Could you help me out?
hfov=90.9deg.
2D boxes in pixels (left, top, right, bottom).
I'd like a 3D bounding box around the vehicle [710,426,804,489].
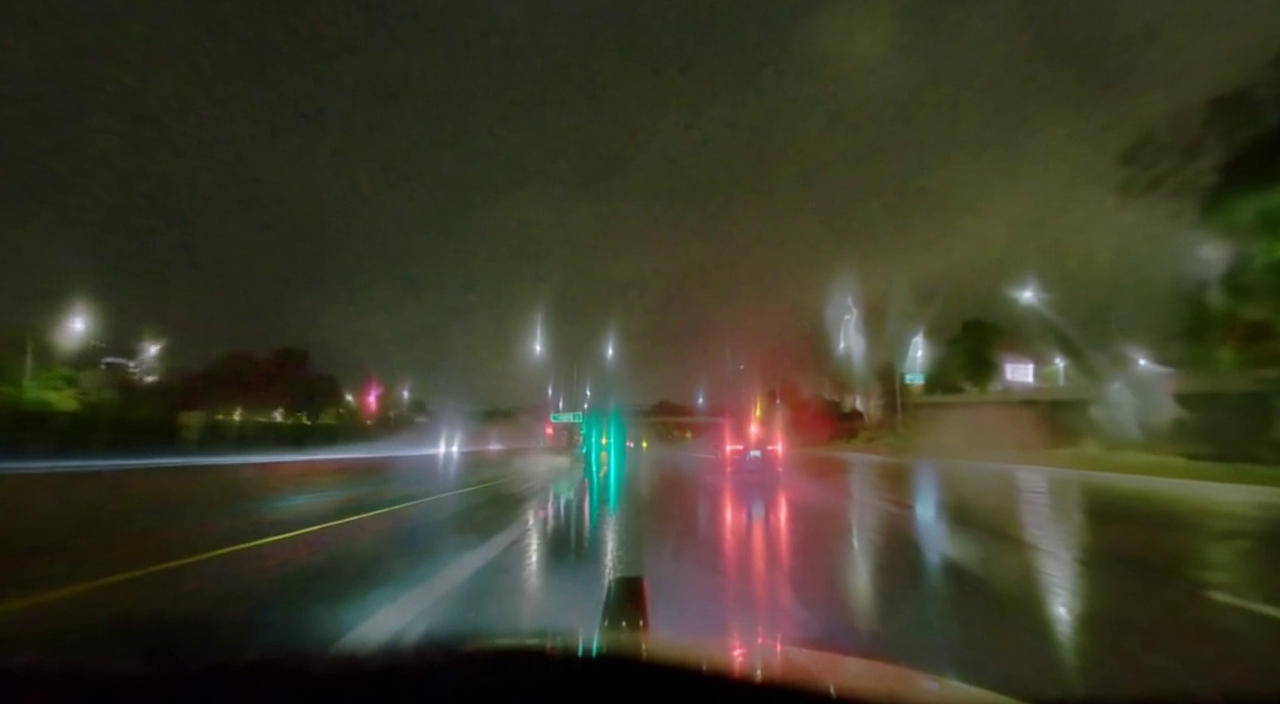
[{"bbox_3d":[3.519,3.287,19.980,2.039,1.701,4.834,0,-8,0],"label":"vehicle"}]
